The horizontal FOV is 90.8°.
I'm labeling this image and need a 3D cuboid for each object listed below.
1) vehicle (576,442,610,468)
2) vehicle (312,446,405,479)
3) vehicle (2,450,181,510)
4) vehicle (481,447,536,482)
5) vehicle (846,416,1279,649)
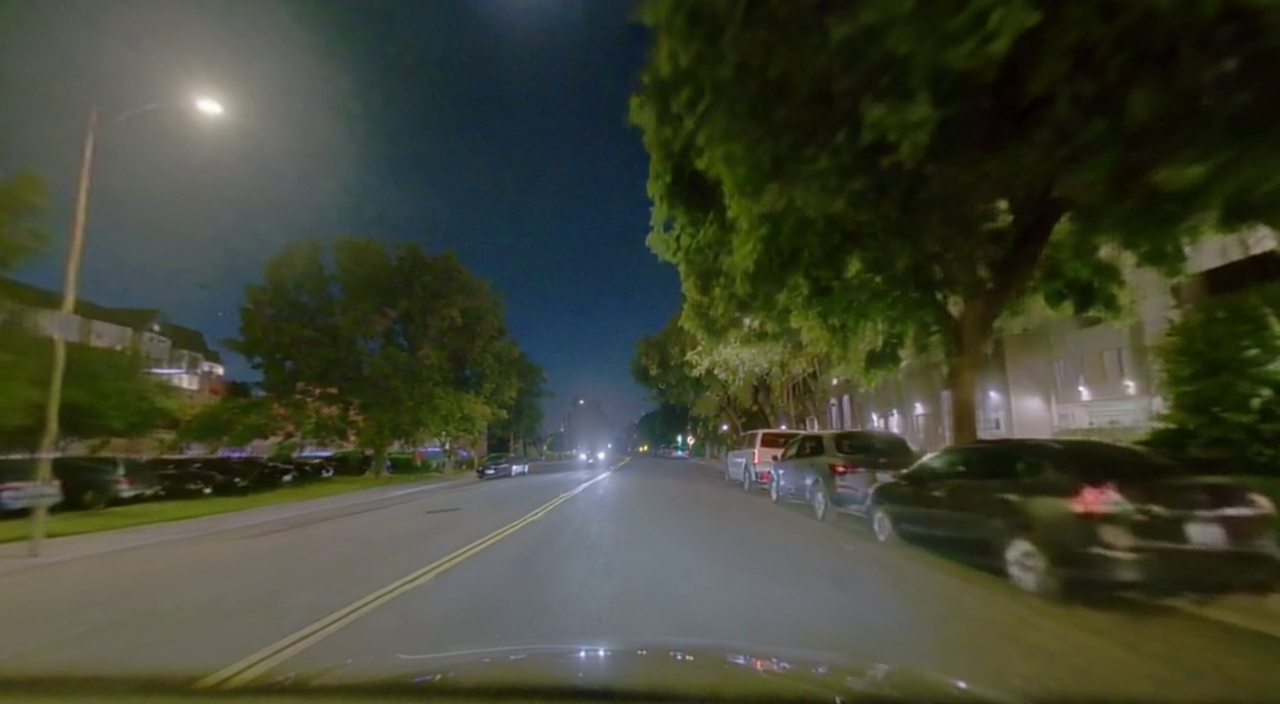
[{"bbox_3d":[-3.342,7.423,45.698,2.088,1.772,4.375,-1,-8,1],"label":"vehicle"},{"bbox_3d":[-15.248,5.948,34.208,4.696,1.681,1.905,-4,-9,25],"label":"vehicle"},{"bbox_3d":[-15.524,3.561,17.916,4.179,1.489,1.901,-3,-9,20],"label":"vehicle"},{"bbox_3d":[-6.750,5.798,32.892,1.928,1.537,4.439,-4,-8,-1],"label":"vehicle"},{"bbox_3d":[4.157,1.599,6.926,1.952,1.538,5.215,0,-8,-1],"label":"vehicle"}]
